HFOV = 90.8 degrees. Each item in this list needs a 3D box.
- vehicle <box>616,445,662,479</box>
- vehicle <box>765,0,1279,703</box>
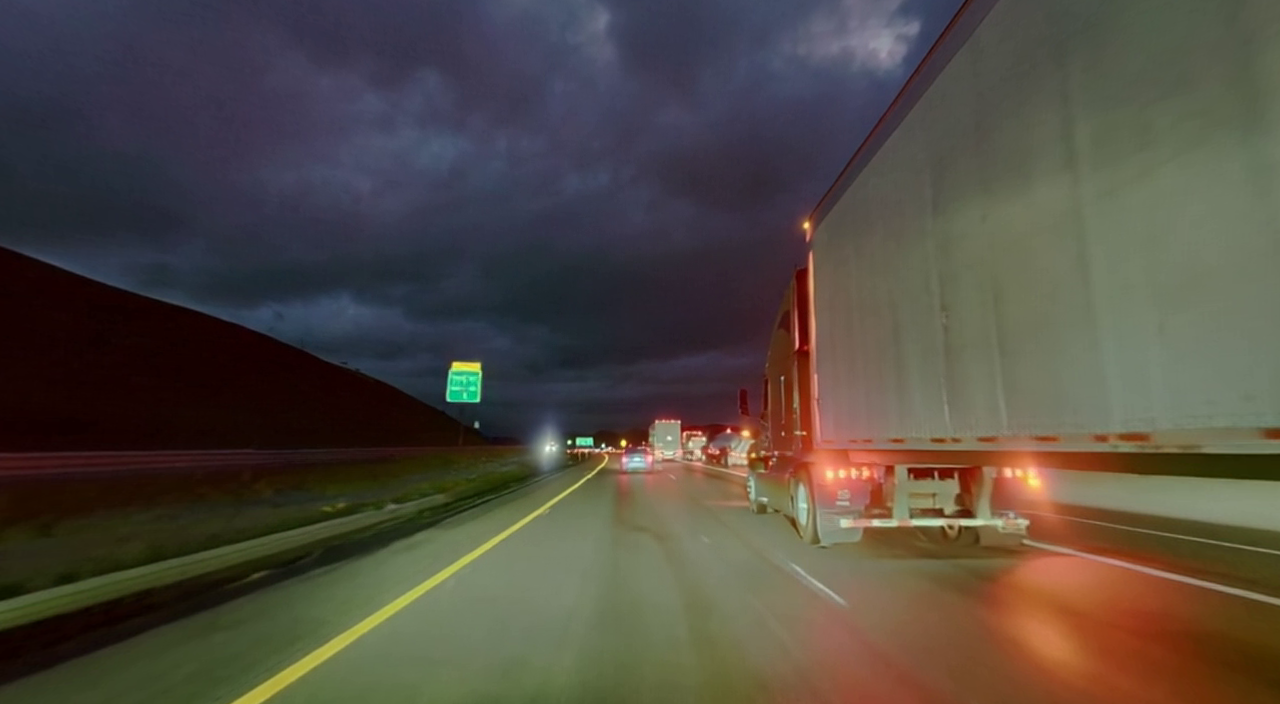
[{"bbox_3d":[-0.069,4.888,28.245,1.927,1.437,3.794,0,-9,-1],"label":"vehicle"},{"bbox_3d":[3.610,-0.050,3.865,2.874,4.065,14.243,0,-9,0],"label":"vehicle"}]
